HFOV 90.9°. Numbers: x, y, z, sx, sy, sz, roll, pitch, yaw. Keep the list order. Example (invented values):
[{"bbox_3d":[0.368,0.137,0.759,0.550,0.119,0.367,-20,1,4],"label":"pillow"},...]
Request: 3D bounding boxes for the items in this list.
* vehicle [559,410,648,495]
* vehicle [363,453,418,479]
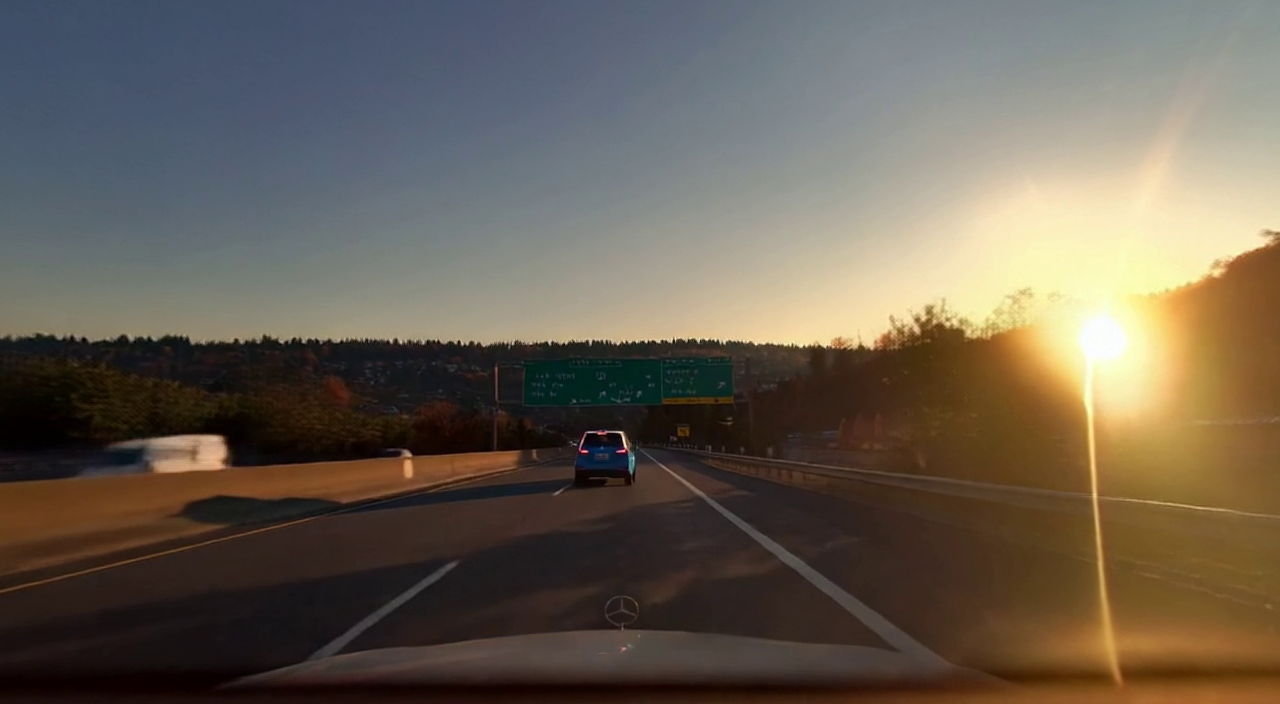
[{"bbox_3d":[-0.921,2.916,18.618,2.248,2.154,4.892,0,-8,0],"label":"vehicle"},{"bbox_3d":[-15.803,7.212,40.120,1.785,1.501,4.255,0,-8,0],"label":"vehicle"}]
